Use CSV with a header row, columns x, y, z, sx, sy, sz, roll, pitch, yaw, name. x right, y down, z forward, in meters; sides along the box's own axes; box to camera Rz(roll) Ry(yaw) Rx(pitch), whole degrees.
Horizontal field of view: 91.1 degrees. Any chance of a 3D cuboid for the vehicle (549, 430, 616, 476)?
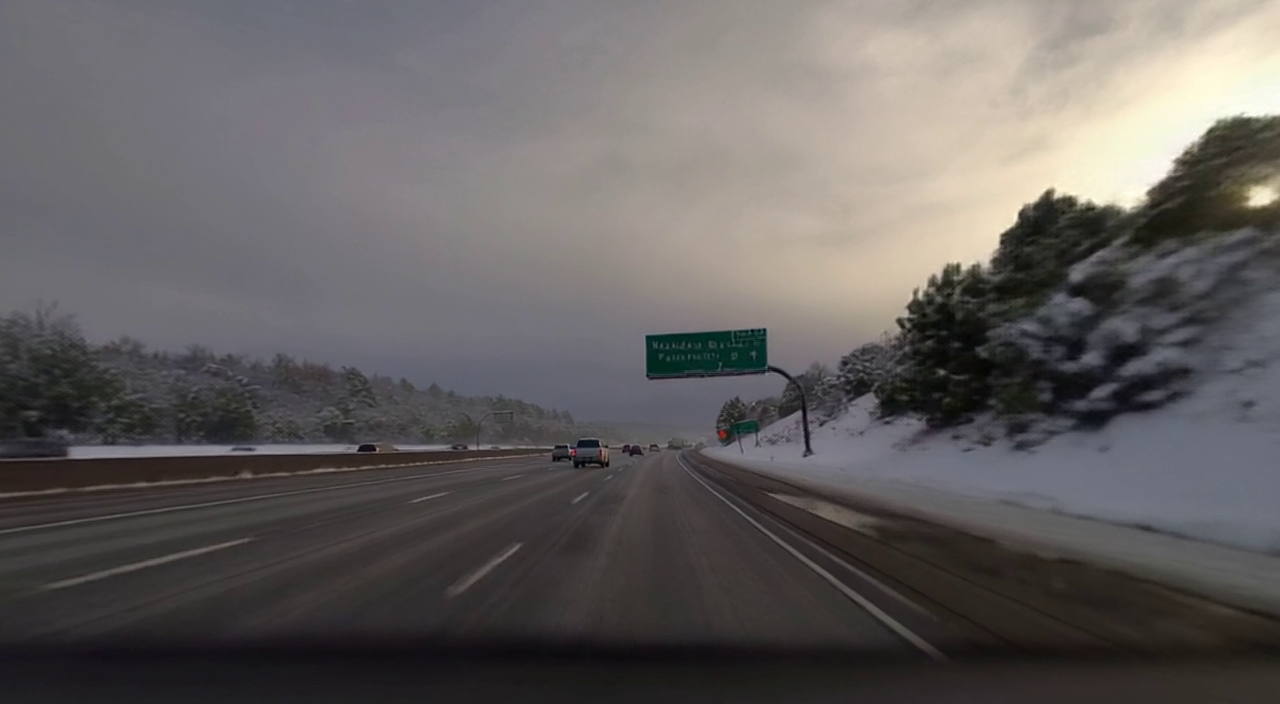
x,y,z,sx,sy,sz,roll,pitch,yaw,name
-2.520,4.639,28.965,2.413,1.896,5.218,0,-8,2,vehicle
